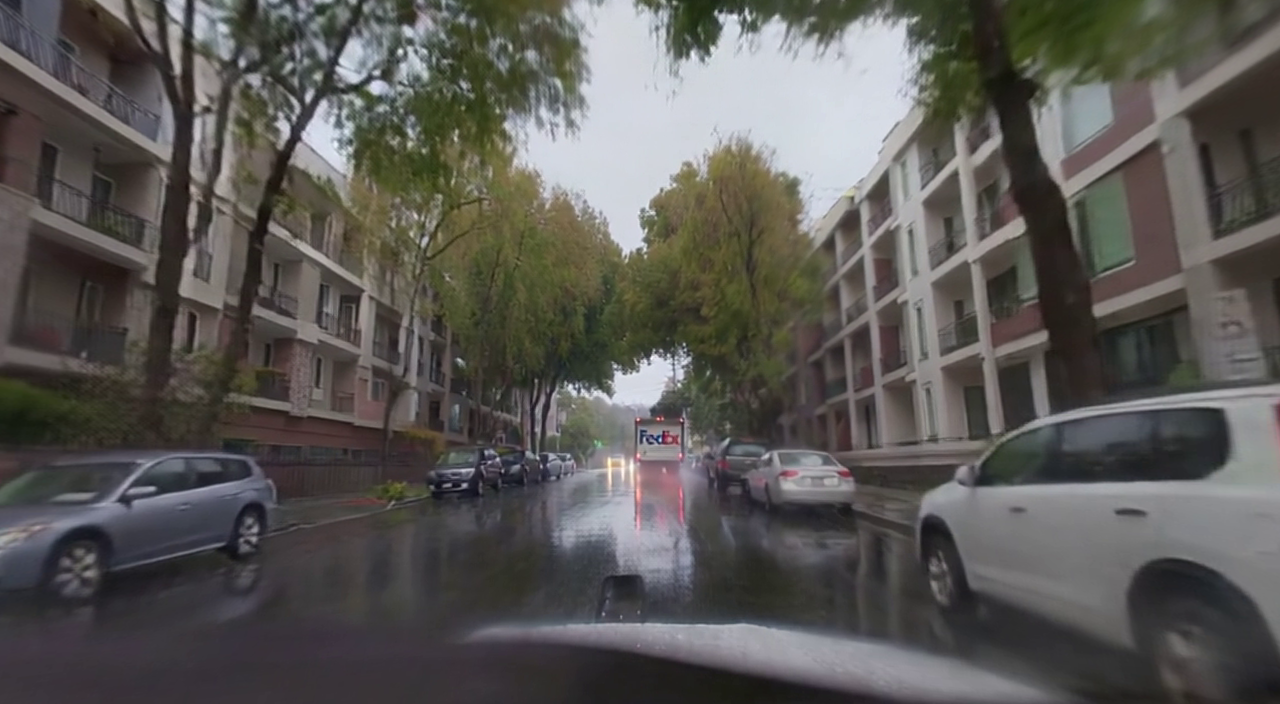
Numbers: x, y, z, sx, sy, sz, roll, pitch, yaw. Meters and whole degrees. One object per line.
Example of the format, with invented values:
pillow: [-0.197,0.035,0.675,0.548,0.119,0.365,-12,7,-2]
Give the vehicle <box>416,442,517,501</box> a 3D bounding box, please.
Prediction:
vehicle: [-5.678,3.937,21.302,2.089,1.757,4.256,-1,-8,2]

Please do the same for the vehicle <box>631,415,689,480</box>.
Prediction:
vehicle: [0.962,5.423,36.005,2.930,3.275,8.180,0,-8,-1]

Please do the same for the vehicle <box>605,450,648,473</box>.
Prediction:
vehicle: [-0.910,7.573,43.920,1.981,1.500,3.992,-2,-9,14]

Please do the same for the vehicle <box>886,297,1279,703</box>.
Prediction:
vehicle: [3.640,1.021,4.236,2.099,2.018,4.087,0,-9,-3]

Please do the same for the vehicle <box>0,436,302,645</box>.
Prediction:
vehicle: [-5.695,1.694,6.588,1.888,1.546,4.306,0,-8,1]

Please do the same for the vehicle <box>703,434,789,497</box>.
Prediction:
vehicle: [3.701,4.088,23.268,2.221,1.991,5.564,0,-9,0]

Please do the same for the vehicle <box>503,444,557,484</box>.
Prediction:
vehicle: [-5.567,5.716,32.526,2.020,1.867,4.654,0,-8,-1]

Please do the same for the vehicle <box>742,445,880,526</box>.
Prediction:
vehicle: [3.594,2.854,14.193,1.877,1.500,4.407,0,-8,1]
